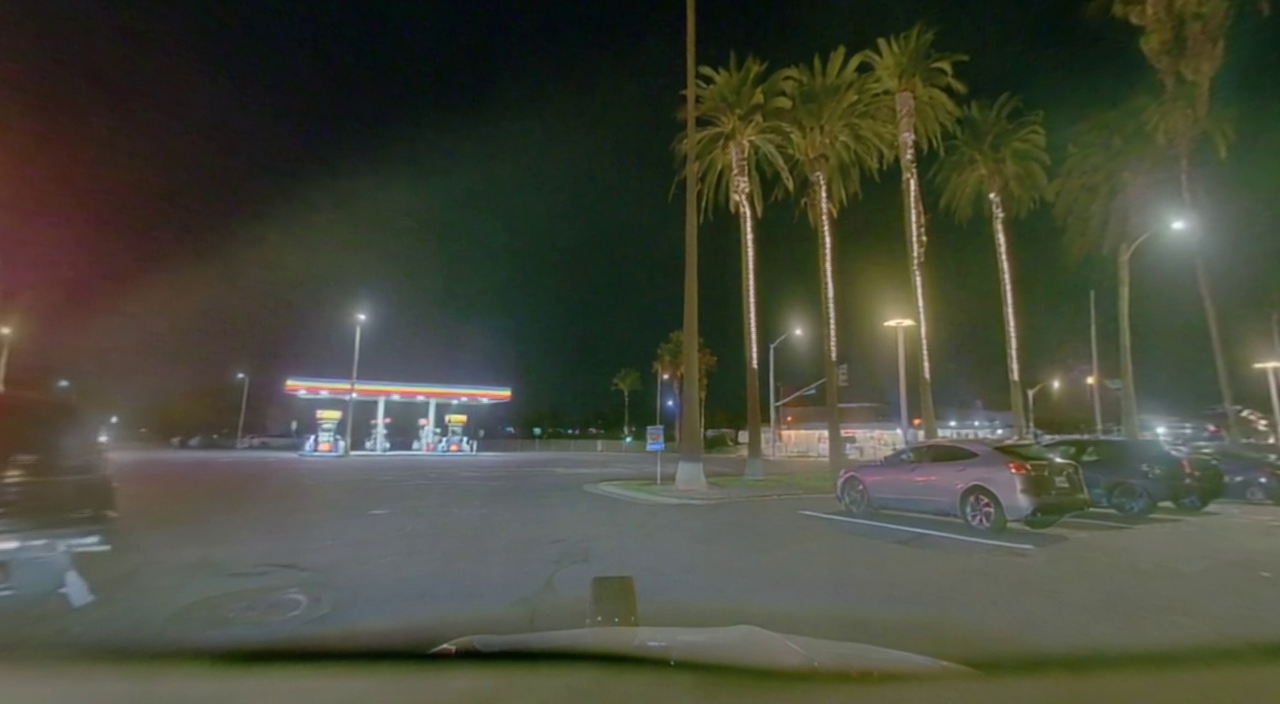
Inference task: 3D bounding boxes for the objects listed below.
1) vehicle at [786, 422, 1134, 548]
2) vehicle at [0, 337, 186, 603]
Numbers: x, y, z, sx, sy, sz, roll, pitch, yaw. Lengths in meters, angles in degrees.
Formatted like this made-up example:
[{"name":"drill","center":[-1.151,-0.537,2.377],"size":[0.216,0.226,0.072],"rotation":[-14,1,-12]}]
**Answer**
[{"name":"vehicle","center":[4.674,1.973,10.098],"size":[1.937,1.490,4.564],"rotation":[5,-10,-29]},{"name":"vehicle","center":[-7.283,1.054,6.149],"size":[5.855,1.950,2.445],"rotation":[-5,-10,32]}]
